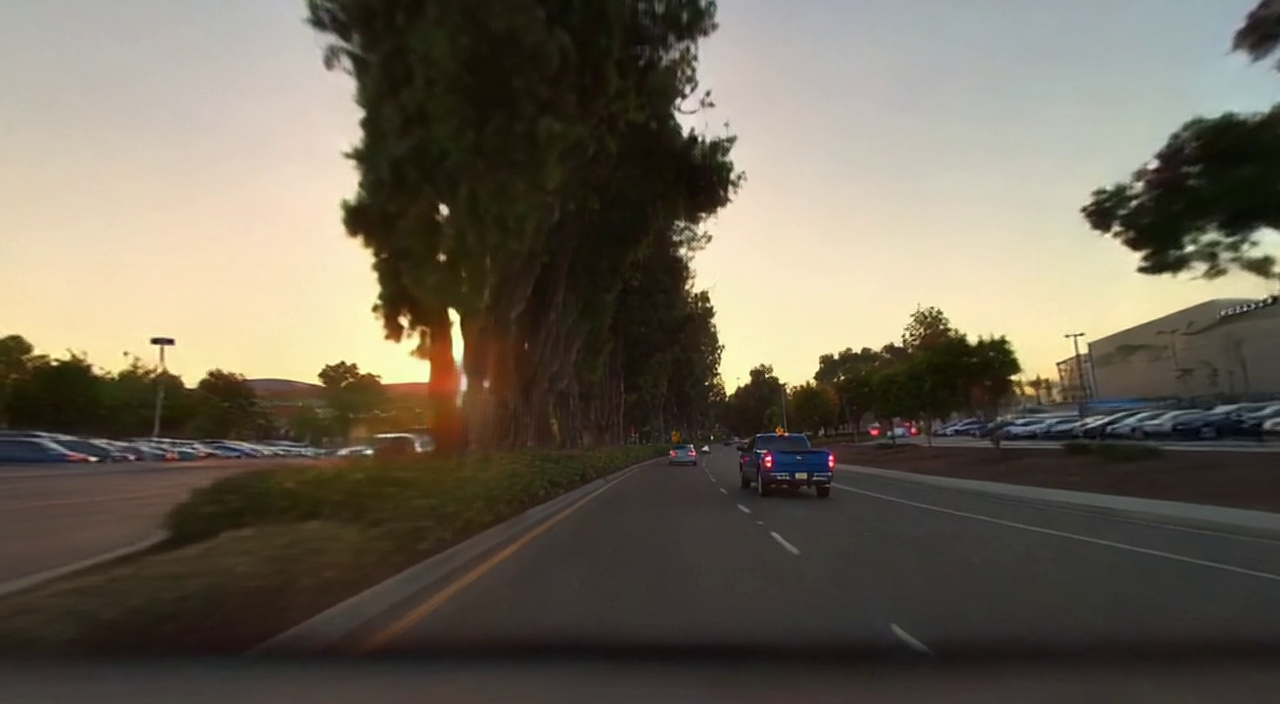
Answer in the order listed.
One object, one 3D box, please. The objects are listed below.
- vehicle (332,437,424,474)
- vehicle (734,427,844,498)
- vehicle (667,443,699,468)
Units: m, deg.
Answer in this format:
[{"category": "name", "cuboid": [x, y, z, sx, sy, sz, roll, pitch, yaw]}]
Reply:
[{"category": "vehicle", "cuboid": [-12.269, 4.860, 29.825, 2.008, 1.553, 4.642, 0, -9, 5]}, {"category": "vehicle", "cuboid": [4.538, 3.496, 20.320, 2.367, 1.919, 5.651, 0, -9, 2]}, {"category": "vehicle", "cuboid": [2.810, 6.668, 40.658, 1.968, 1.521, 4.262, 0, -9, 5]}]
